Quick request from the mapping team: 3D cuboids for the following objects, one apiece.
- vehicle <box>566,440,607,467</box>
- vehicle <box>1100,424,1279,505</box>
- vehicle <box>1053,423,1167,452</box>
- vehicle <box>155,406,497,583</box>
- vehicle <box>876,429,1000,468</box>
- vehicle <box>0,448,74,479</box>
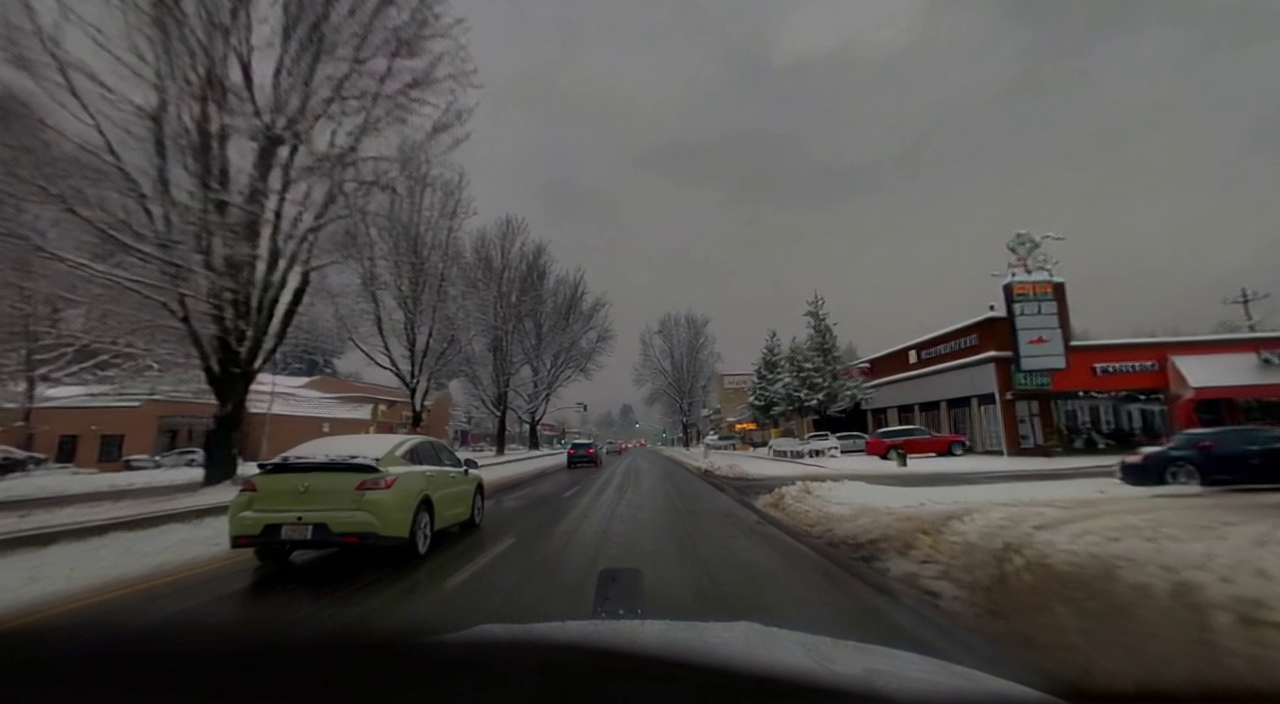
[{"bbox_3d":[-3.098,5.951,37.214,1.955,1.461,4.396,0,-9,1],"label":"vehicle"},{"bbox_3d":[12.907,2.414,13.856,1.922,1.505,4.631,1,-9,-4],"label":"vehicle"},{"bbox_3d":[26.534,4.865,35.755,4.882,1.568,1.963,0,-9,-3],"label":"vehicle"},{"bbox_3d":[-3.499,1.698,8.332,2.126,1.655,4.560,0,-9,0],"label":"vehicle"},{"bbox_3d":[13.750,4.453,29.359,4.697,1.518,1.990,-2,-8,-2],"label":"vehicle"},{"bbox_3d":[-34.149,6.086,34.680,1.915,1.619,4.663,0,-9,-2],"label":"vehicle"}]
